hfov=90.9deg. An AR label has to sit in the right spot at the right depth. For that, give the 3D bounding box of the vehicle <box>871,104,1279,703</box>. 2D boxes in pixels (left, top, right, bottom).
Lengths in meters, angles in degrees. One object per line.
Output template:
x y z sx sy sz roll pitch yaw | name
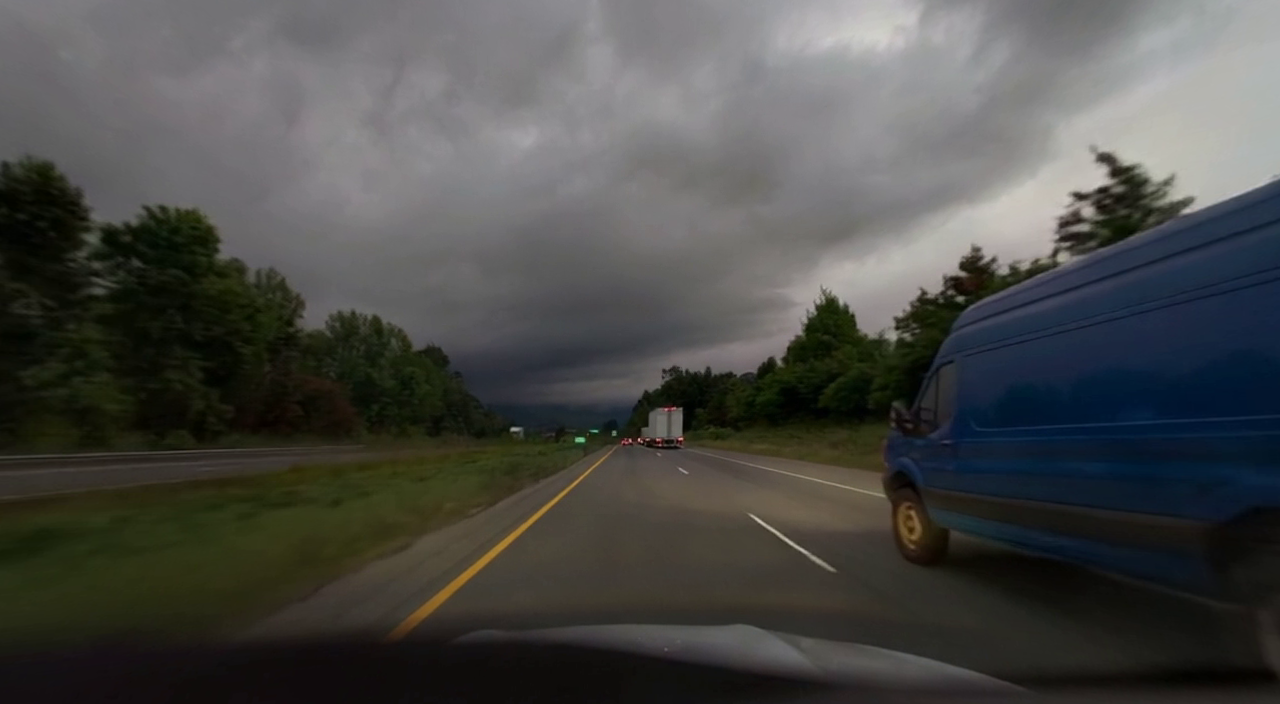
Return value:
3.712 0.479 3.287 2.570 2.596 6.082 0 -8 -1 | vehicle
